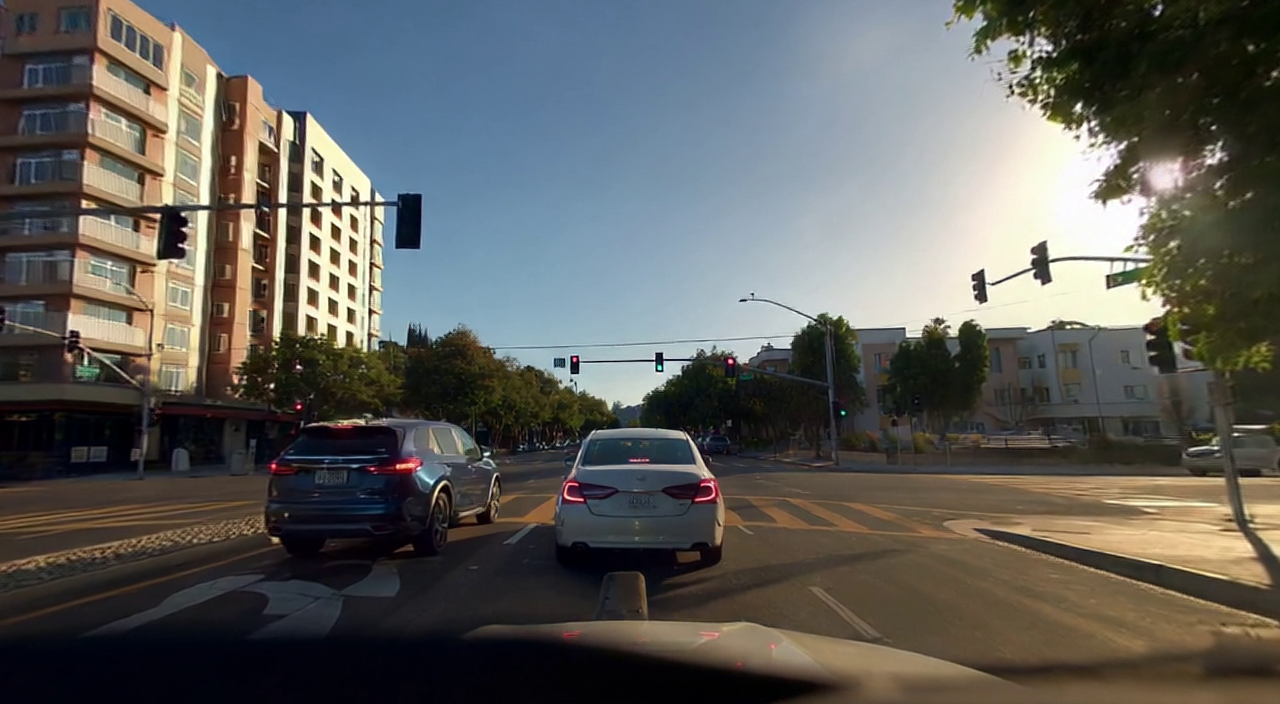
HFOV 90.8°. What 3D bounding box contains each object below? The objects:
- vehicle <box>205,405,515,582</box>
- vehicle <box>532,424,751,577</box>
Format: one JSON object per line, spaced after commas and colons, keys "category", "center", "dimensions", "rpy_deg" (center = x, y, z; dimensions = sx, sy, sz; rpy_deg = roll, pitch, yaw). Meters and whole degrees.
{"category": "vehicle", "center": [-3.187, 1.714, 8.467], "dimensions": [2.081, 1.719, 4.434], "rpy_deg": [0, -8, 0]}
{"category": "vehicle", "center": [0.017, 1.775, 8.314], "dimensions": [2.190, 1.522, 3.850], "rpy_deg": [0, -8, 0]}
